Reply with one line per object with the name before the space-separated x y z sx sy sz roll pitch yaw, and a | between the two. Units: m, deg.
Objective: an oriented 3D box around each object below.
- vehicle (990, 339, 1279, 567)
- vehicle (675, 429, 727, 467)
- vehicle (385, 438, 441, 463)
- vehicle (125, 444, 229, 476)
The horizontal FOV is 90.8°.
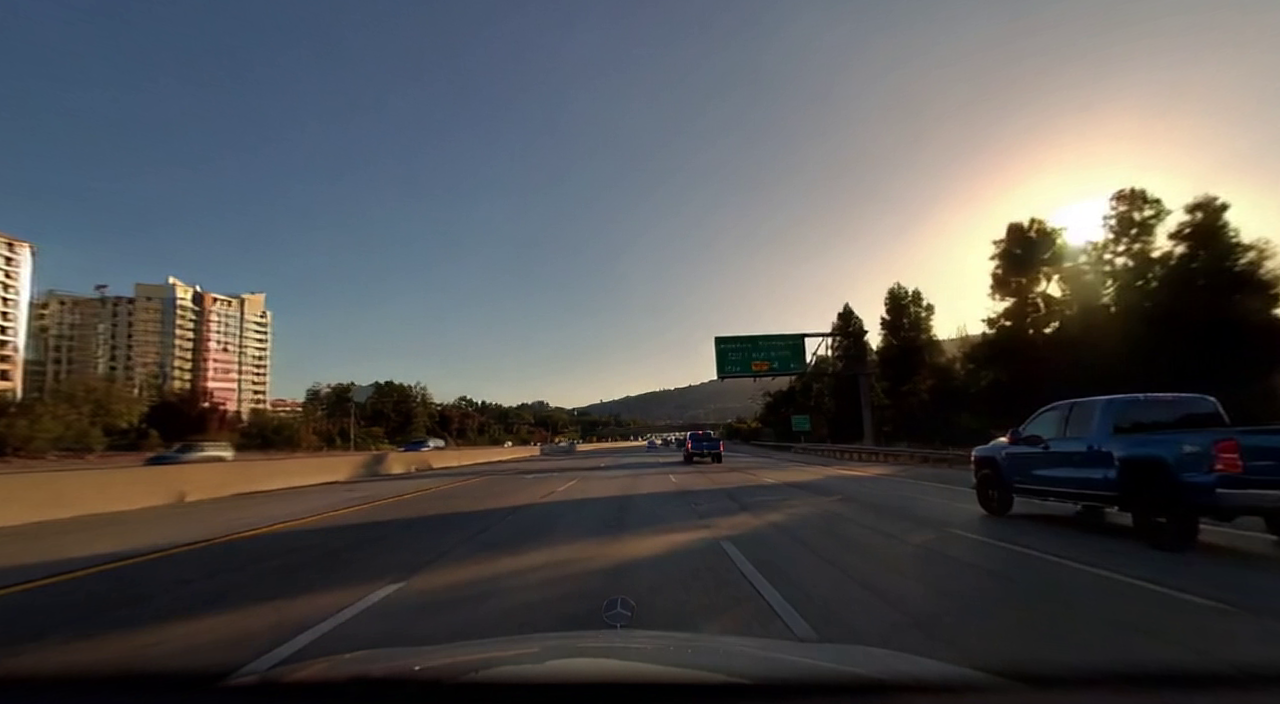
vehicle | 7.511 1.372 8.751 2.158 2.268 5.396 0 -9 0
vehicle | 3.415 5.532 36.420 2.462 1.984 4.718 0 -9 0
vehicle | -15.402 6.720 43.109 2.020 1.584 4.650 -1 -9 1
vehicle | -22.954 5.357 31.561 1.785 1.475 4.412 -1 -9 2
